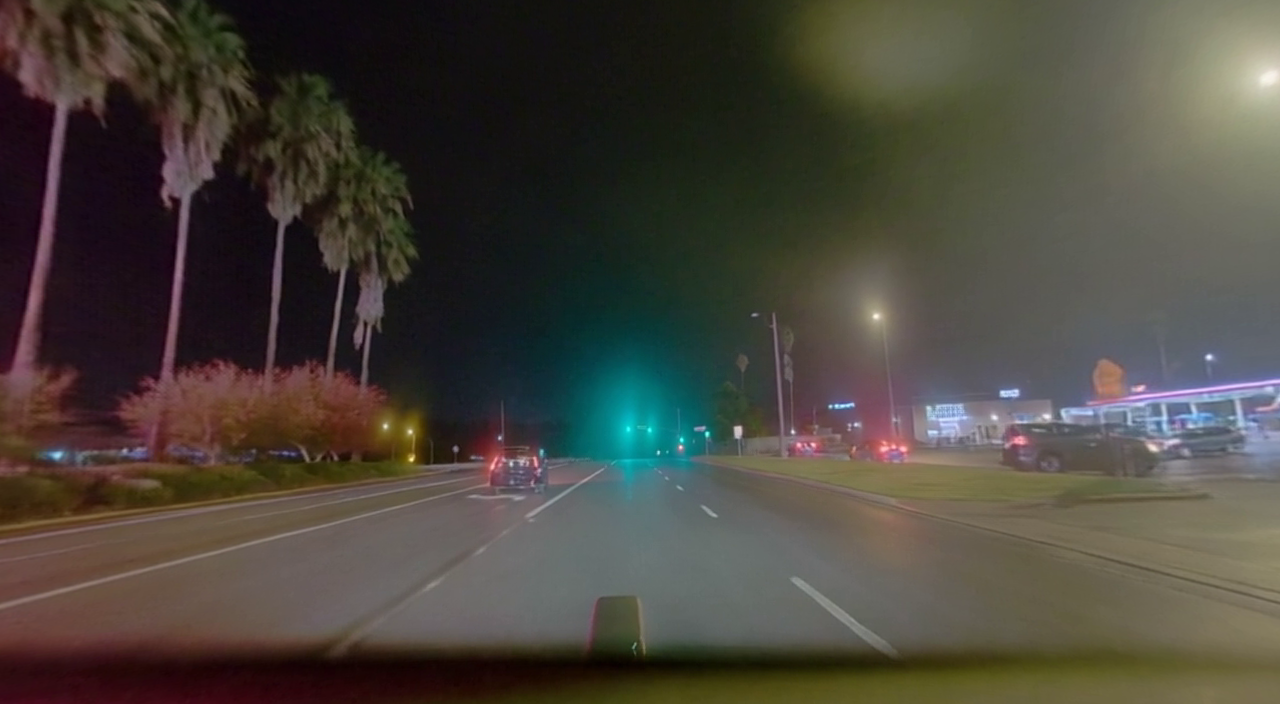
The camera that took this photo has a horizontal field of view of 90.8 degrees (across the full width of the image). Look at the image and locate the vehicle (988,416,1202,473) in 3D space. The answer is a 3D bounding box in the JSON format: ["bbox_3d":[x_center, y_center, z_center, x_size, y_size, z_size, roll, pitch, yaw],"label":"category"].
[{"bbox_3d":[14.366,2.950,20.169,5.317,1.700,1.901,0,-9,-1],"label":"vehicle"}]

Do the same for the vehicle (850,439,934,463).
[{"bbox_3d":[16.152,6.380,40.681,4.549,1.492,1.981,0,-9,3],"label":"vehicle"}]

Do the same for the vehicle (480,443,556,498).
[{"bbox_3d":[-3.784,3.703,20.251,2.073,1.525,4.809,1,-9,-8],"label":"vehicle"}]
